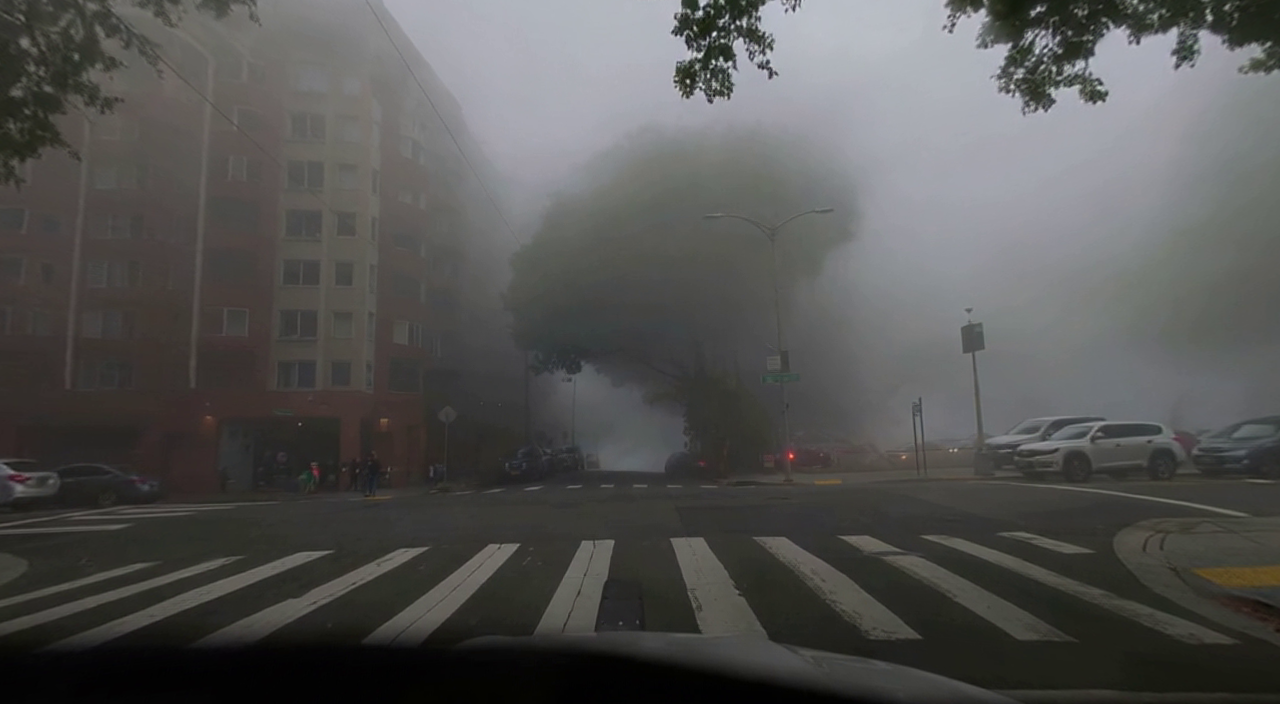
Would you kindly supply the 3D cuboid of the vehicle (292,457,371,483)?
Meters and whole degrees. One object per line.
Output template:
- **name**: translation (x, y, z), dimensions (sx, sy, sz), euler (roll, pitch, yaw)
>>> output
- **vehicle**: translation (-23.167, 8.886, 47.493), dimensions (4.844, 1.836, 2.117), euler (-1, -8, 4)

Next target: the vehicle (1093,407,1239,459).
- **vehicle**: translation (22.306, 3.528, 27.144), dimensions (2.137, 1.962, 4.988), euler (-1, -8, 3)

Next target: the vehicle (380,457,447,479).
- **vehicle**: translation (-16.942, 8.660, 47.378), dimensions (4.203, 1.544, 1.889), euler (0, -8, 1)

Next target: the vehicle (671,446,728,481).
- **vehicle**: translation (3.231, 5.859, 33.503), dimensions (1.942, 1.603, 3.785), euler (0, -8, 22)

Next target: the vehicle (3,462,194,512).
- **vehicle**: translation (-17.315, 4.315, 20.373), dimensions (4.439, 1.448, 1.793), euler (0, -9, 0)

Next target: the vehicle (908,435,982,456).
- **vehicle**: translation (23.016, 7.080, 47.772), dimensions (4.528, 1.475, 2.070), euler (0, -8, 3)

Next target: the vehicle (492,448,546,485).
- **vehicle**: translation (-7.615, 7.246, 40.252), dimensions (2.193, 1.814, 5.061), euler (-9, -8, 0)

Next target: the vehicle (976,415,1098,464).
- **vehicle**: translation (16.744, 3.786, 26.997), dimensions (2.041, 1.921, 4.574), euler (0, -9, -2)

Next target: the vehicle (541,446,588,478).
- **vehicle**: translation (-4.429, 6.542, 37.712), dimensions (2.102, 1.768, 4.290), euler (-1, -10, 3)
